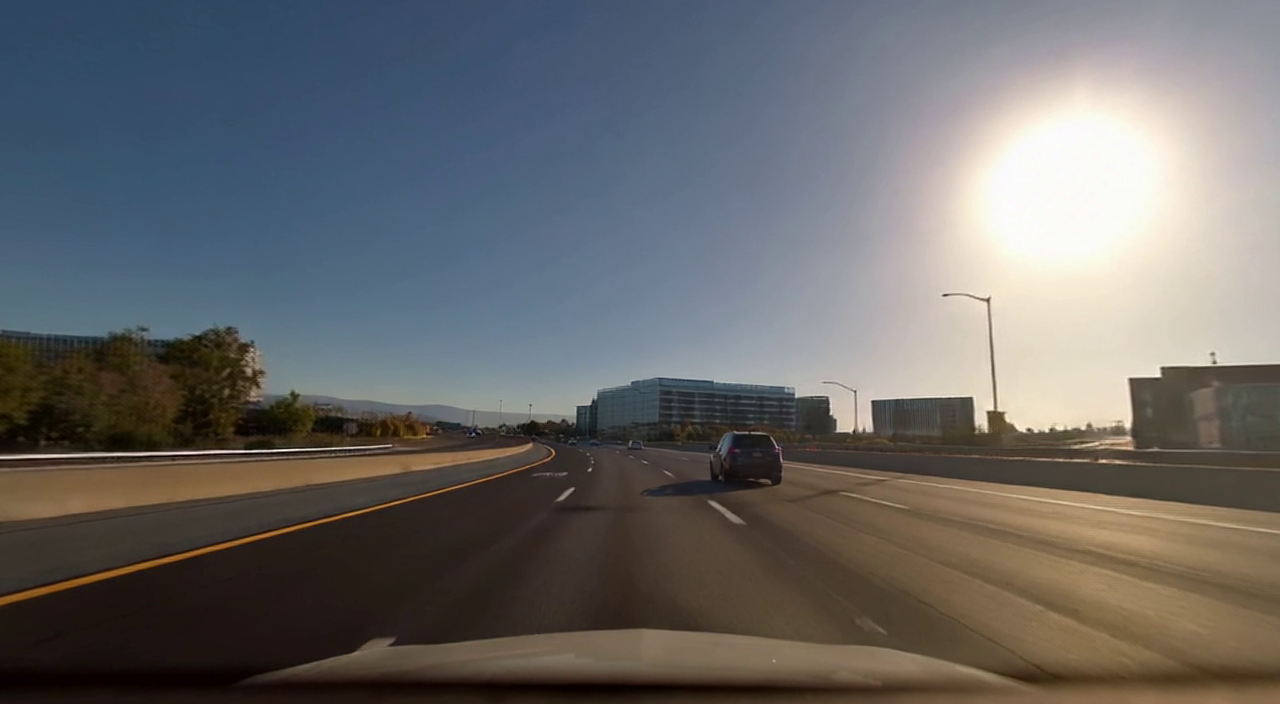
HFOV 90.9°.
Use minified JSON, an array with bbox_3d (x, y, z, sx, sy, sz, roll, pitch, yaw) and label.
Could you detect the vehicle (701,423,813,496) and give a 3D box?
[{"bbox_3d":[2.962,2.844,17.002,2.059,1.715,4.192,0,-8,-2],"label":"vehicle"}]
